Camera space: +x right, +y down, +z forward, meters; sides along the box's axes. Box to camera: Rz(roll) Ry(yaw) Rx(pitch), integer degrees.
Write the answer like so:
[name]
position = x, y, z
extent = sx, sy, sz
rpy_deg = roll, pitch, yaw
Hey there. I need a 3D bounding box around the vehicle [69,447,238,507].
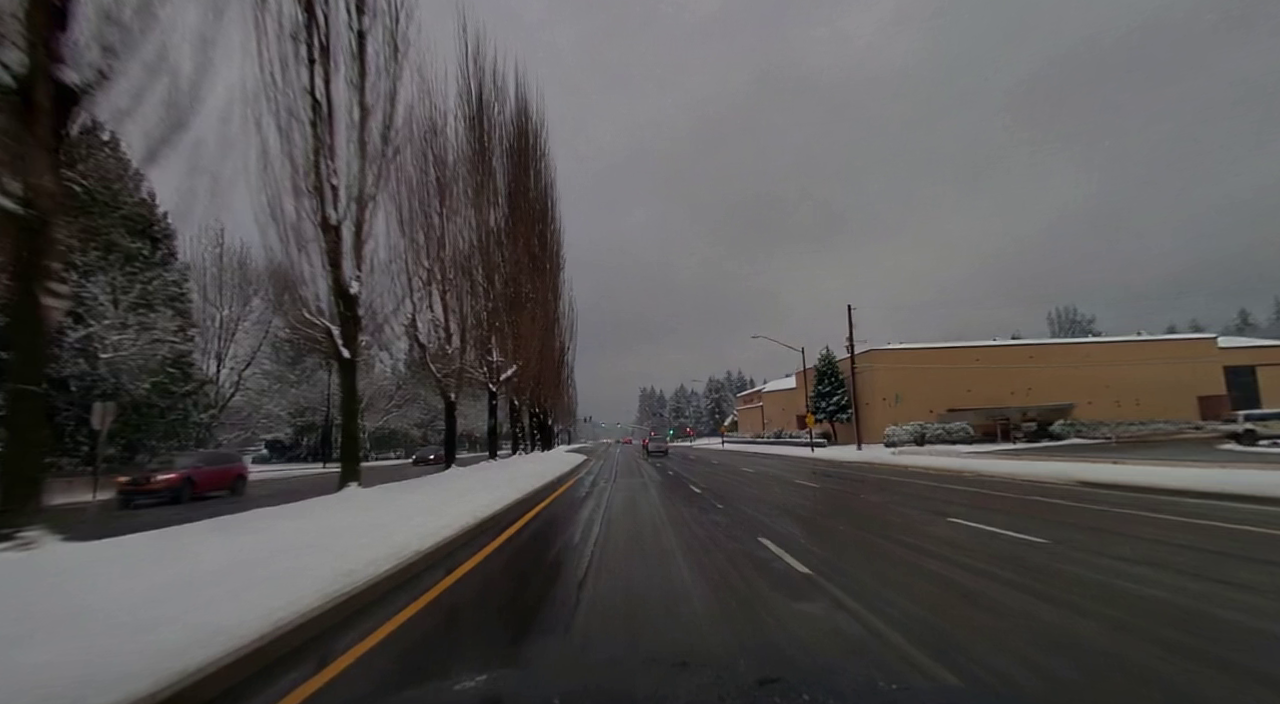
[vehicle]
position = -18.589, 4.751, 24.648
extent = 2.155, 2.011, 5.707
rpy_deg = 0, -8, -2
